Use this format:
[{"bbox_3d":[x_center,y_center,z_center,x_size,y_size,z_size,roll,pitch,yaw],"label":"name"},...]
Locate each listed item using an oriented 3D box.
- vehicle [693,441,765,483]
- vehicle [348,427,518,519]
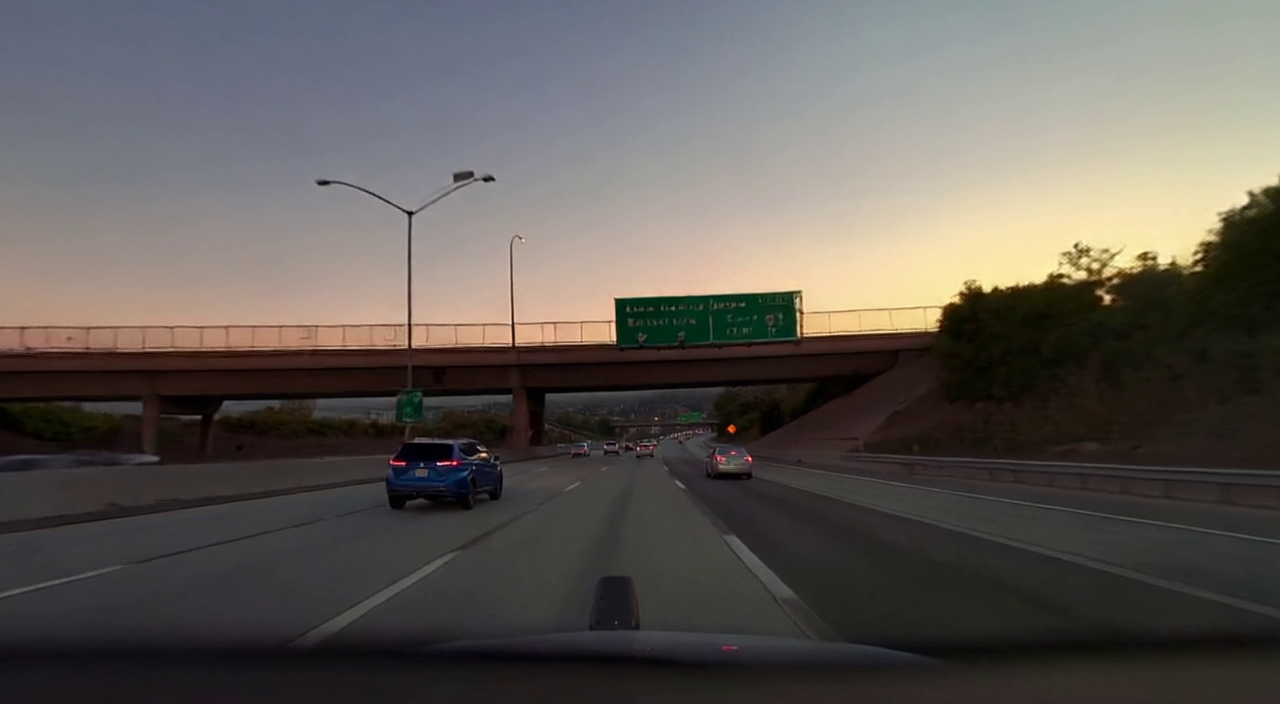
[{"bbox_3d":[3.320,4.195,24.347,2.083,1.453,4.307,0,-8,-1],"label":"vehicle"},{"bbox_3d":[-4.147,2.486,13.507,2.193,1.641,4.077,0,-8,1],"label":"vehicle"}]
